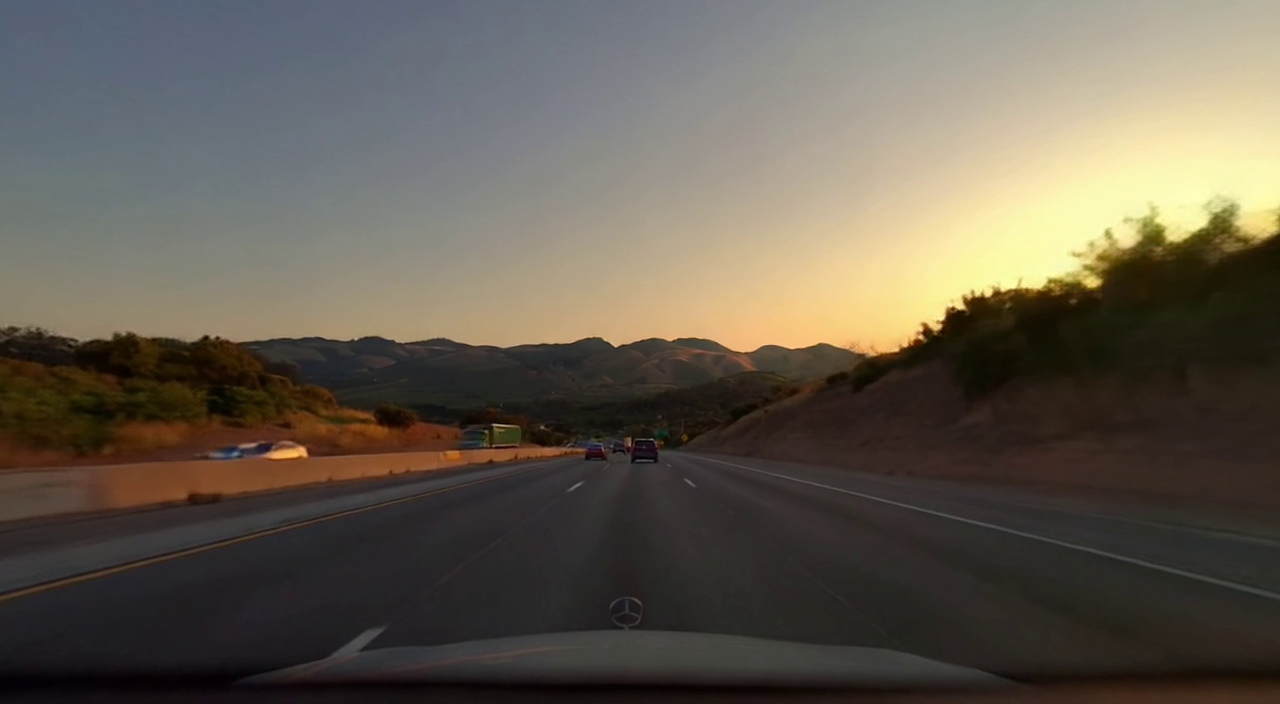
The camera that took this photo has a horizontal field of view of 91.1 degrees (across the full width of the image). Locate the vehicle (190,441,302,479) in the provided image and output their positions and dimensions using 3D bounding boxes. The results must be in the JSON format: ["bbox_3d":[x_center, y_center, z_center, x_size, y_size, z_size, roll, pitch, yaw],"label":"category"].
[{"bbox_3d":[-17.675,4.837,28.507,1.939,1.540,4.874,0,-8,0],"label":"vehicle"}]

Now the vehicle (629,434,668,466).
[{"bbox_3d":[0.503,6.122,39.361,2.272,1.836,4.866,0,-8,0],"label":"vehicle"}]
